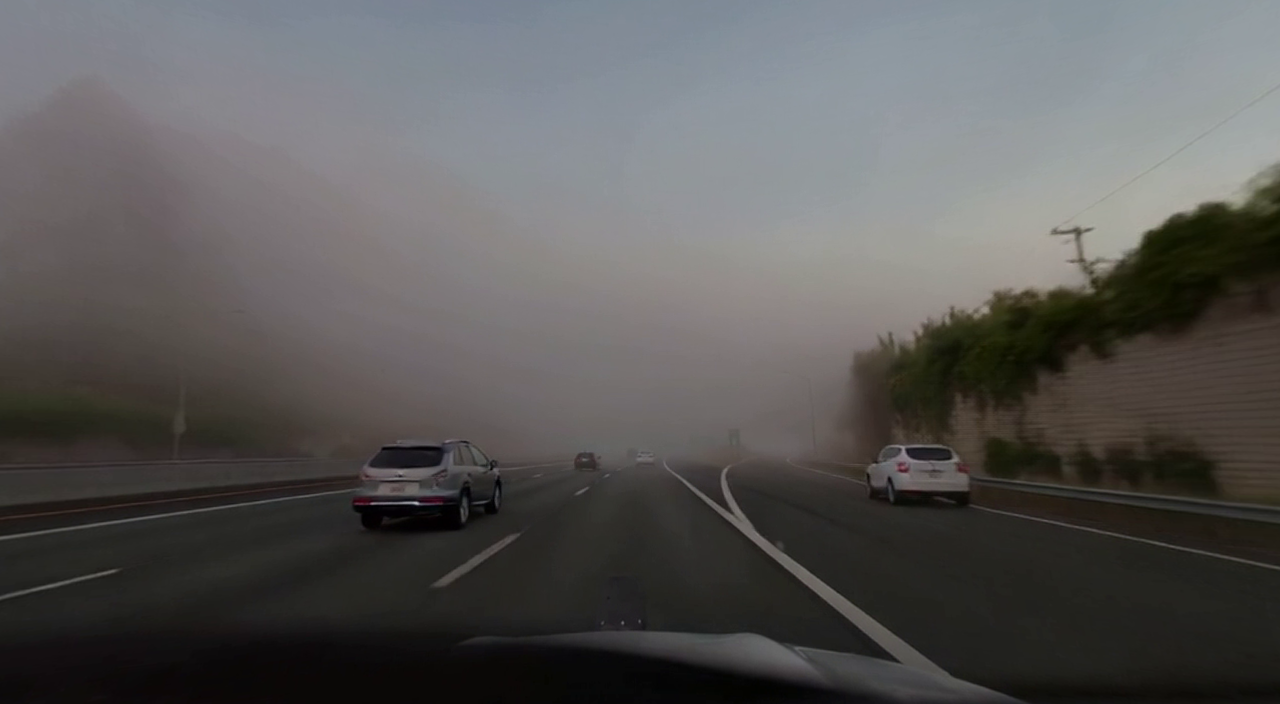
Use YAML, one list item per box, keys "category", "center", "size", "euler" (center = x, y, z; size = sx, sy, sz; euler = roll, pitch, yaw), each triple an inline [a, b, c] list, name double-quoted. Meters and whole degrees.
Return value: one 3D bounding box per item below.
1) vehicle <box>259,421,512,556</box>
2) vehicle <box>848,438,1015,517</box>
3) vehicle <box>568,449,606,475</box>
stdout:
- category: "vehicle"
  center: [-3.682, 2.081, 10.229]
  size: [2.263, 1.696, 4.321]
  euler: [0, -9, 0]
- category: "vehicle"
  center: [6.640, 2.898, 15.078]
  size: [2.020, 1.548, 4.715]
  euler: [-1, -9, 4]
- category: "vehicle"
  center: [-3.263, 6.875, 39.702]
  size: [1.997, 1.540, 3.906]
  euler: [0, -9, 1]
